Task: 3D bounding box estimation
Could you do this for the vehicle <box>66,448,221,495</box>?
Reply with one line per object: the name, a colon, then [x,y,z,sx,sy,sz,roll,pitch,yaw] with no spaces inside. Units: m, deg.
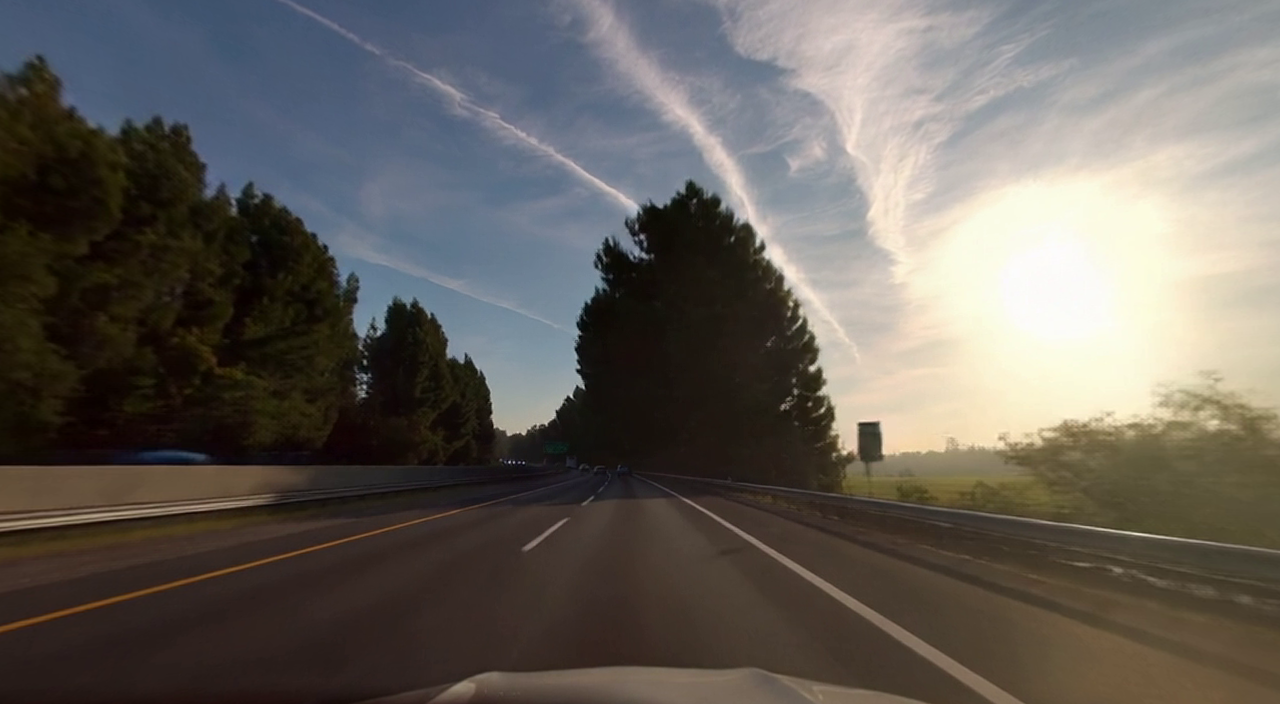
vehicle: [-17.667,4.303,22.775,1.882,1.481,4.548,1,-11,-1]
